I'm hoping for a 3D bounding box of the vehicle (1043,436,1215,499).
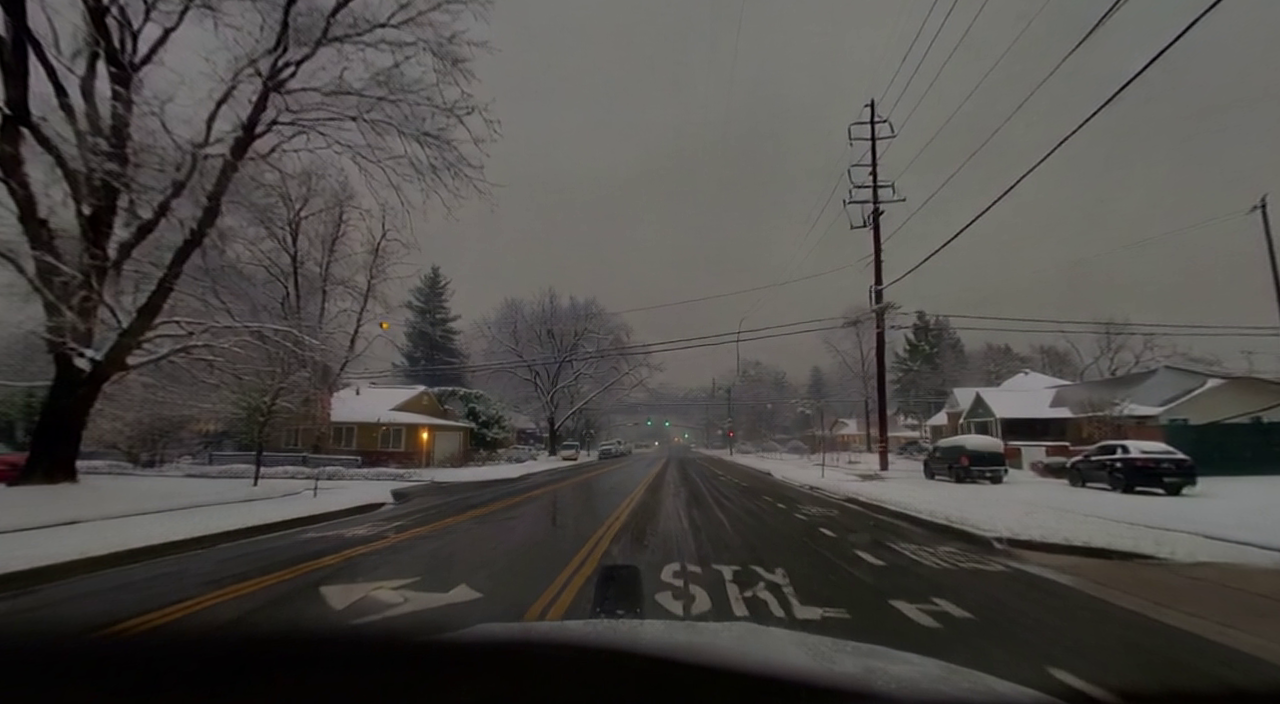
[{"bbox_3d":[15.006,3.534,19.741,1.935,1.683,4.669,0,-9,5],"label":"vehicle"}]

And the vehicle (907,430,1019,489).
[{"bbox_3d":[11.909,3.991,23.637,1.912,1.953,4.651,0,-9,3],"label":"vehicle"}]
